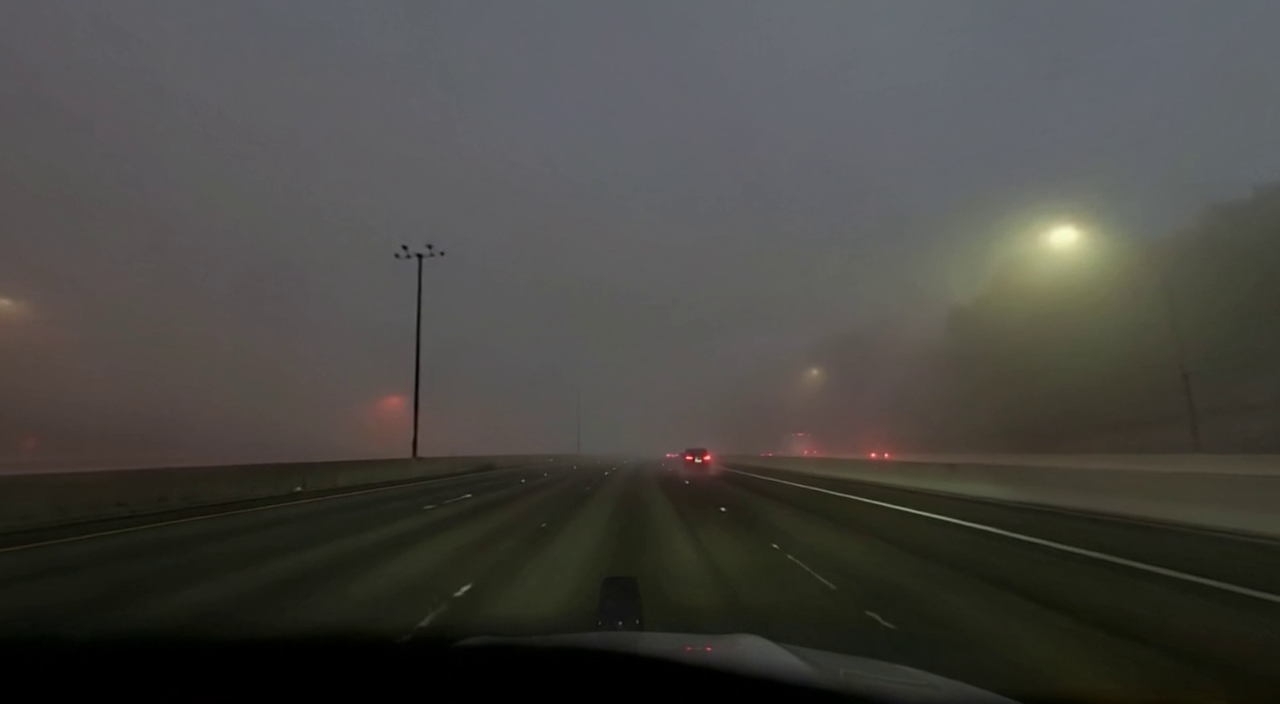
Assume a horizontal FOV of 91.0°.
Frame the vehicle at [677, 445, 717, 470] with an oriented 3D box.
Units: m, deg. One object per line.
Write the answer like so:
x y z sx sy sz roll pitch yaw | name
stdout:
3.532 6.642 39.834 2.033 1.501 4.398 0 -9 -1 | vehicle
